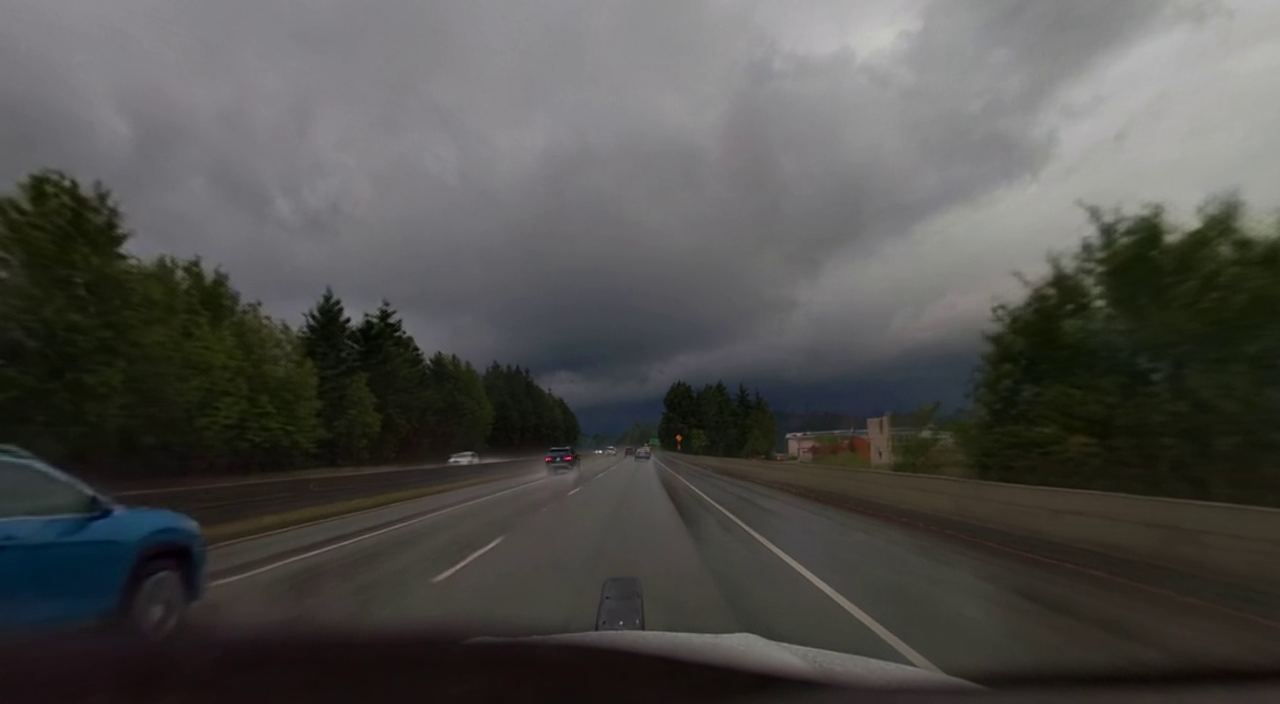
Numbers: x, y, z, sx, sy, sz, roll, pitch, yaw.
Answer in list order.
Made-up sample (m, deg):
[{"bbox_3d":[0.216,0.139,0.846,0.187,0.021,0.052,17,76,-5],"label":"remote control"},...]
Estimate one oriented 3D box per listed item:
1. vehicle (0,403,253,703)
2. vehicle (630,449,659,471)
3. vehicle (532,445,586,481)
[{"bbox_3d":[-3.842,0.933,2.377,2.034,1.520,4.236,0,-9,1],"label":"vehicle"},{"bbox_3d":[0.319,7.900,46.322,2.046,1.452,4.407,0,-9,0],"label":"vehicle"},{"bbox_3d":[-3.998,5.529,31.802,2.100,1.667,4.223,0,-9,1],"label":"vehicle"}]
